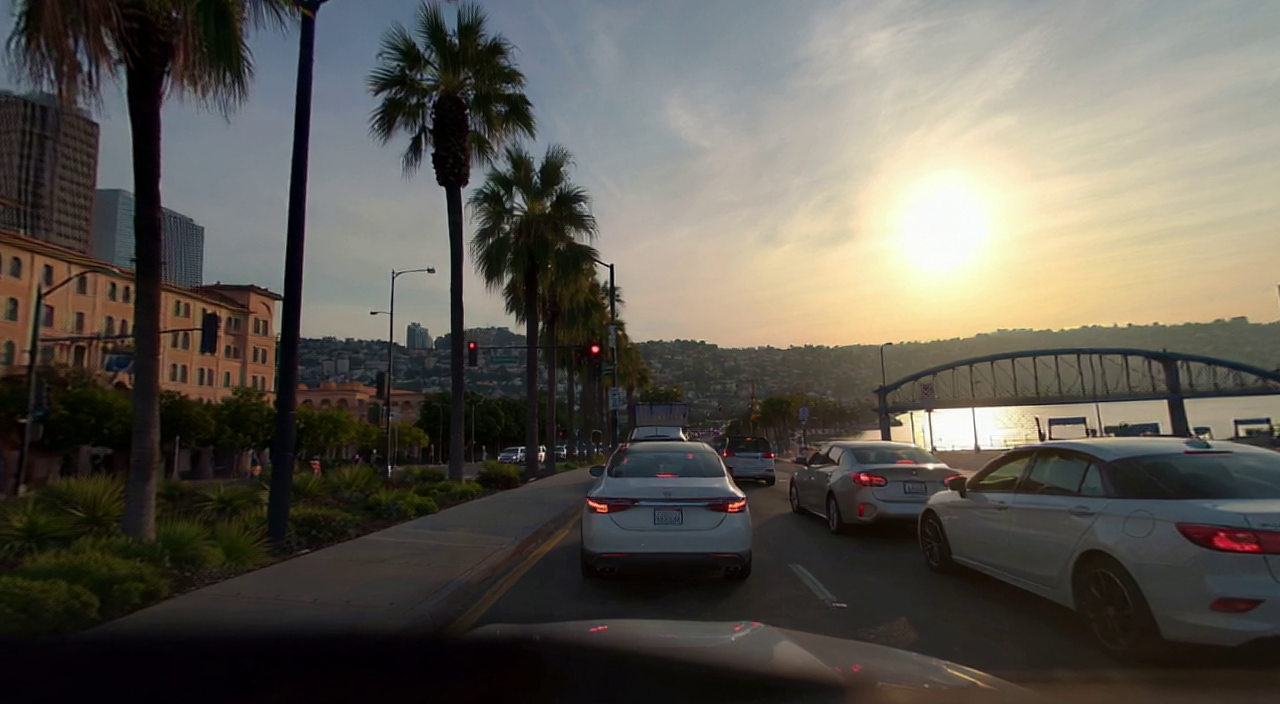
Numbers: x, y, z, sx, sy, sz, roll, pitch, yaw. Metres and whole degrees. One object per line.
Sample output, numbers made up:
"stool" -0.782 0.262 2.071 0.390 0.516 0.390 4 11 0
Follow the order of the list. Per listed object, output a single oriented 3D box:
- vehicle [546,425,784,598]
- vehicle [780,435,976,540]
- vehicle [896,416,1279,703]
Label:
"vehicle" 0.249 1.694 7.473 2.093 1.503 3.681 0 -9 1
"vehicle" 3.903 2.282 11.308 1.920 1.490 4.417 -1 -9 2
"vehicle" 3.929 1.358 5.083 1.913 1.469 4.425 0 -9 1
